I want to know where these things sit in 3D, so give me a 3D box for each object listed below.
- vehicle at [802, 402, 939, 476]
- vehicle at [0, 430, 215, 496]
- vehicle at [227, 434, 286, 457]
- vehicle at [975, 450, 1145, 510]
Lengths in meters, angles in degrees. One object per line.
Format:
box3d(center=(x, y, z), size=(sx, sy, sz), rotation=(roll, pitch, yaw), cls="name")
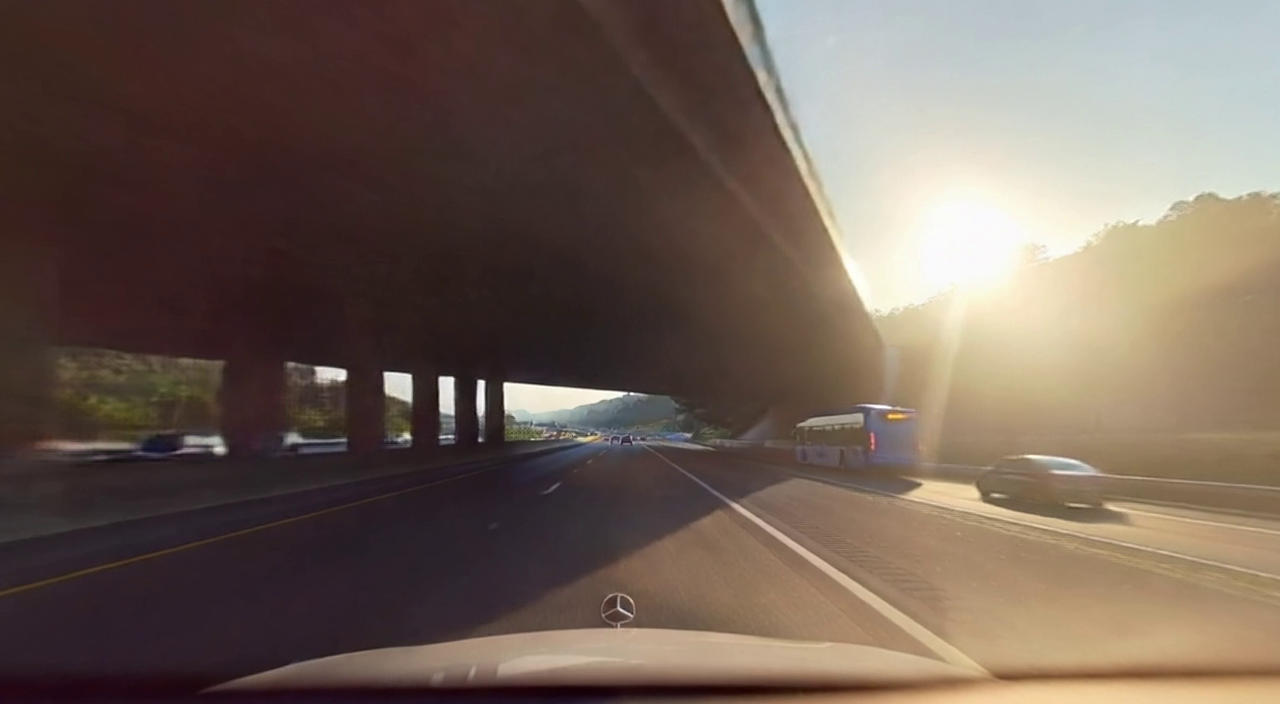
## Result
box3d(center=(11.826, 4.676, 34.048), size=(3.009, 3.265, 12.098), rotation=(0, -8, 1), cls="vehicle")
box3d(center=(-13.403, 2.778, 16.272), size=(1.838, 1.446, 4.375), rotation=(1, -8, -2), cls="vehicle")
box3d(center=(-25.458, 6.229, 41.855), size=(1.718, 1.441, 3.526), rotation=(0, -8, -1), cls="vehicle")
box3d(center=(11.433, 3.474, 17.561), size=(1.866, 1.359, 4.218), rotation=(0, -8, 0), cls="vehicle")
